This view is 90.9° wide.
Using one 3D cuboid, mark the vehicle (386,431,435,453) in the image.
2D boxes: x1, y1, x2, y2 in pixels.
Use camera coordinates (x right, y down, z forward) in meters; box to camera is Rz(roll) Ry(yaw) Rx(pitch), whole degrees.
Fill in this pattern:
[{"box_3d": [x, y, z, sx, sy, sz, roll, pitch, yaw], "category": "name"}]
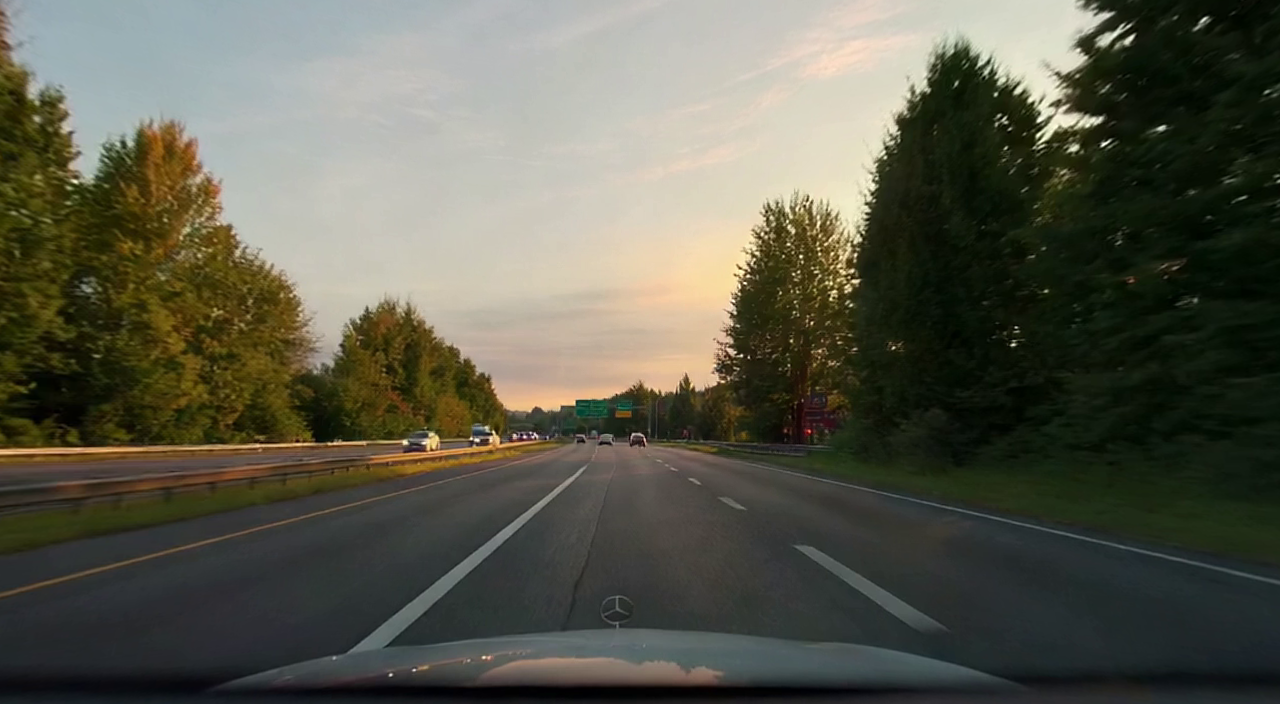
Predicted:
[{"box_3d": [-16.436, 6.489, 45.390, 1.951, 1.470, 4.535, 0, -8, -1], "category": "vehicle"}]
